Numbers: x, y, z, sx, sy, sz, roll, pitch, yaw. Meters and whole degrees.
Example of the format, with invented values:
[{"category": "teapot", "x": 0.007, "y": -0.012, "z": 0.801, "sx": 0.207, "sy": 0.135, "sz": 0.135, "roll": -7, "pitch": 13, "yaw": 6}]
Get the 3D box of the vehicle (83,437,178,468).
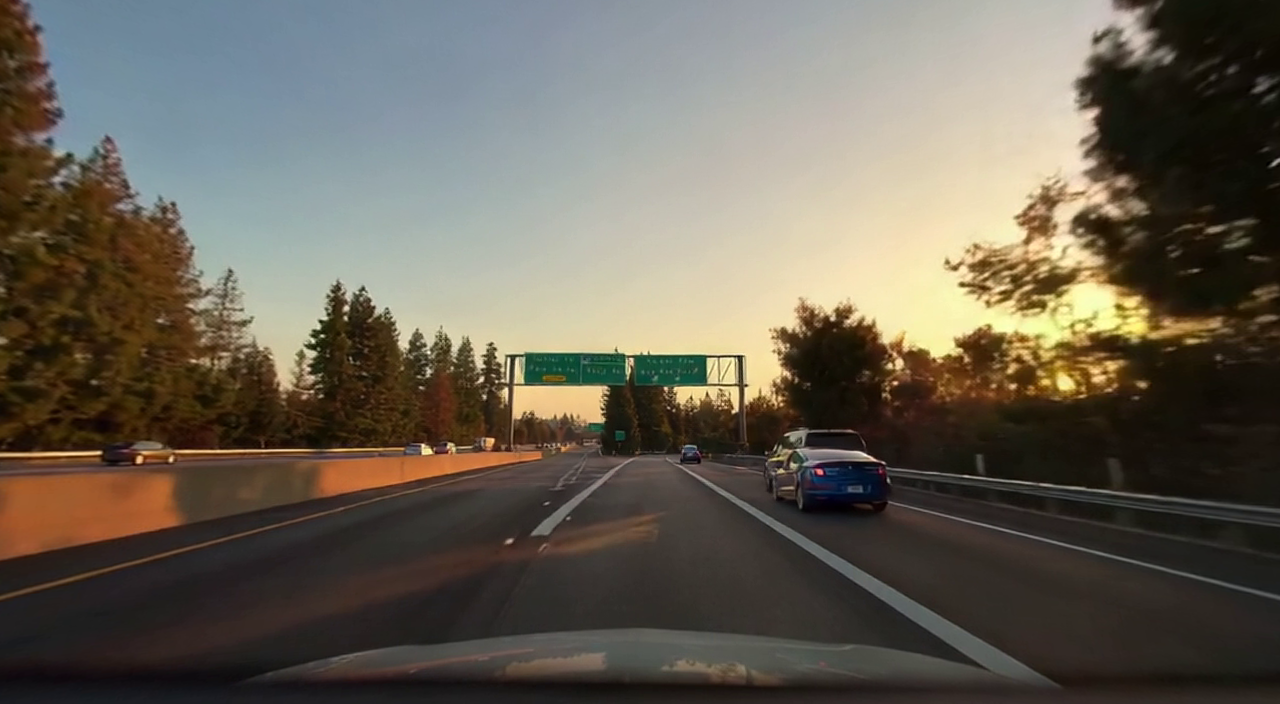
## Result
[{"category": "vehicle", "x": -32.687, "y": 6.450, "z": 40.691, "sx": 2.168, "sy": 1.824, "sz": 4.932, "roll": 0, "pitch": -8, "yaw": -3}]
